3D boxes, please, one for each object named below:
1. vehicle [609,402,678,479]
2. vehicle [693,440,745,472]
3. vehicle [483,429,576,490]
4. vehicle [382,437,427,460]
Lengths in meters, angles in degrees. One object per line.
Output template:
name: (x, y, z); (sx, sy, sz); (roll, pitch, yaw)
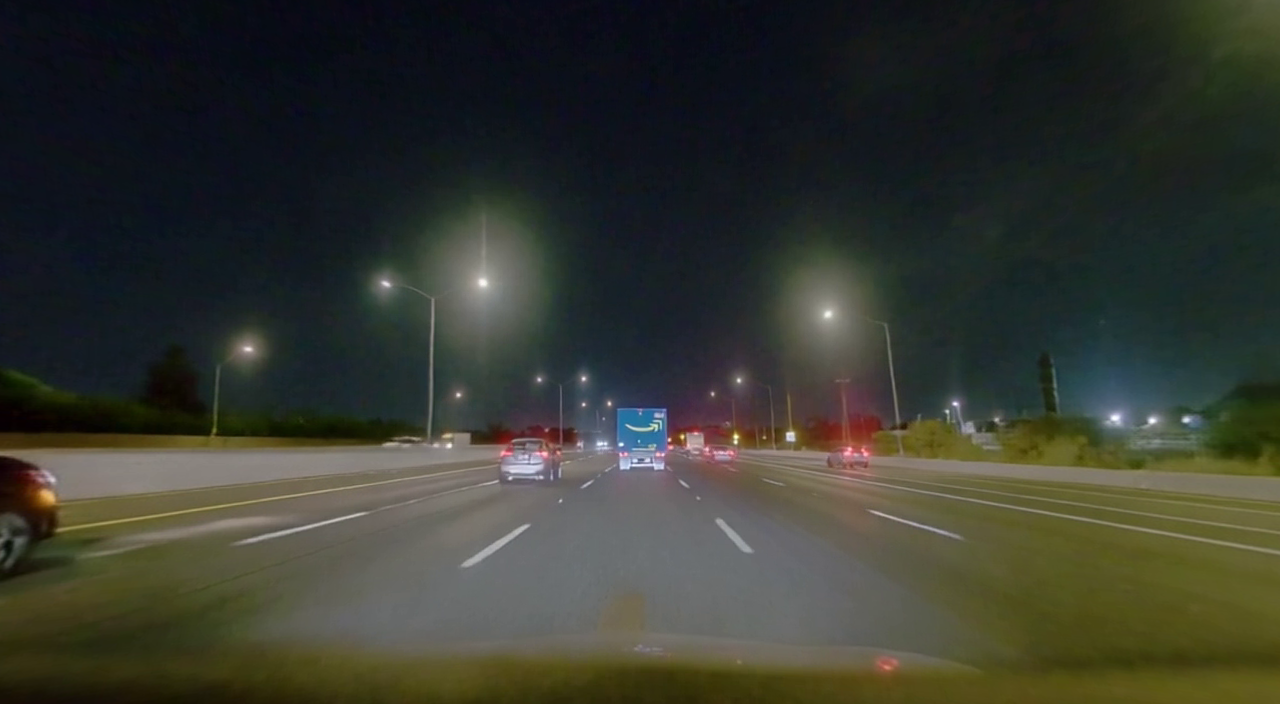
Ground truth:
vehicle: (0.129, 3.603, 25.449); (2.456, 2.705, 6.251); (0, -9, 0)
vehicle: (4.017, 5.369, 32.672); (1.970, 1.499, 4.491); (1, -9, -2)
vehicle: (-3.311, 3.334, 19.772); (2.095, 1.688, 4.188); (0, -9, 0)
vehicle: (-15.798, 6.482, 42.417); (1.579, 1.453, 3.576); (0, -8, 2)
